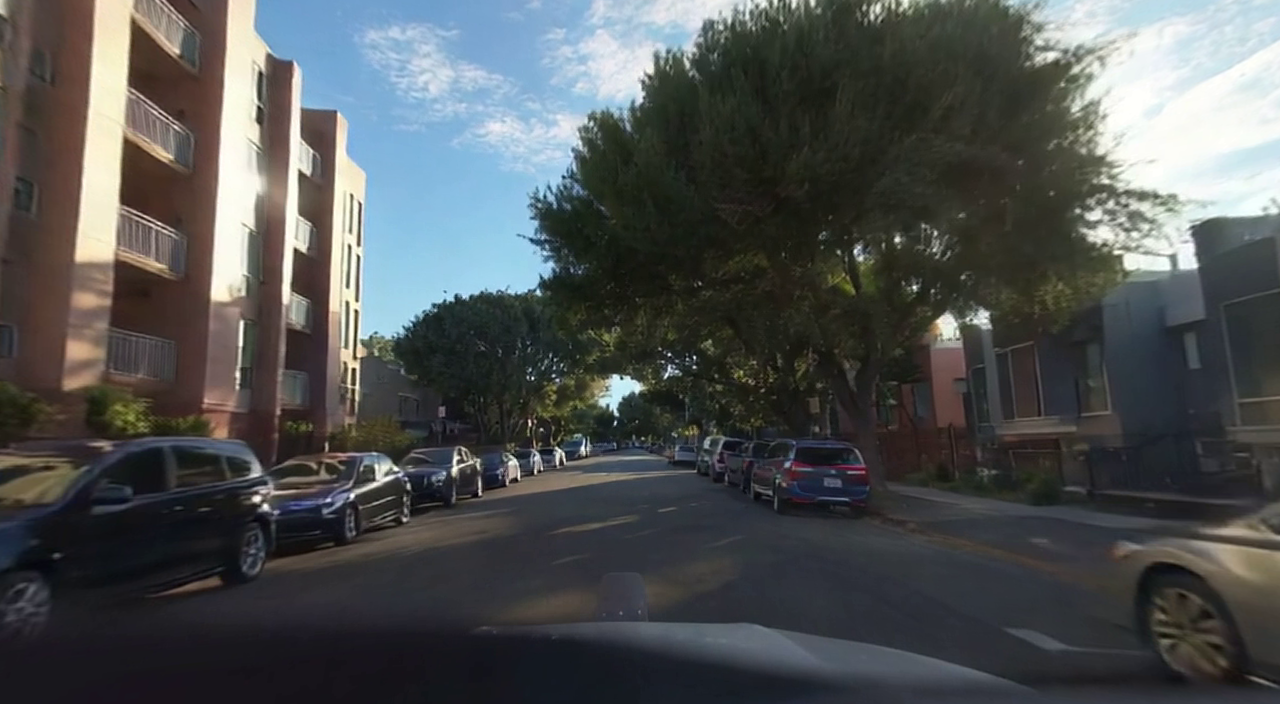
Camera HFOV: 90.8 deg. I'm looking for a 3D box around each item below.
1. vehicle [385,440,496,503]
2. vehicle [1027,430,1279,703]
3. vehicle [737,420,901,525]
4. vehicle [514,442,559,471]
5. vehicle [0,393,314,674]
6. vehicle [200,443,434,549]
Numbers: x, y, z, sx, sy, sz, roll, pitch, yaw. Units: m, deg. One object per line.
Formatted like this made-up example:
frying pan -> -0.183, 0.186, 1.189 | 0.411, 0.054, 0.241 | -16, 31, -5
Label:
vehicle -> -5.349, 3.232, 17.614 | 1.711, 1.500, 4.510 | 0, -8, -1
vehicle -> 3.768, 1.016, 2.338 | 1.696, 1.453, 4.574 | 0, -8, -1
vehicle -> 3.479, 2.458, 13.508 | 1.912, 1.781, 5.159 | 0, -8, -1
vehicle -> -5.668, 5.735, 34.988 | 1.647, 1.481, 4.433 | 0, -8, 1
vehicle -> -5.015, 1.371, 5.581 | 1.922, 1.728, 4.628 | 0, -8, -2
vehicle -> -5.105, 2.280, 10.862 | 1.649, 1.408, 4.665 | 0, -8, -1
